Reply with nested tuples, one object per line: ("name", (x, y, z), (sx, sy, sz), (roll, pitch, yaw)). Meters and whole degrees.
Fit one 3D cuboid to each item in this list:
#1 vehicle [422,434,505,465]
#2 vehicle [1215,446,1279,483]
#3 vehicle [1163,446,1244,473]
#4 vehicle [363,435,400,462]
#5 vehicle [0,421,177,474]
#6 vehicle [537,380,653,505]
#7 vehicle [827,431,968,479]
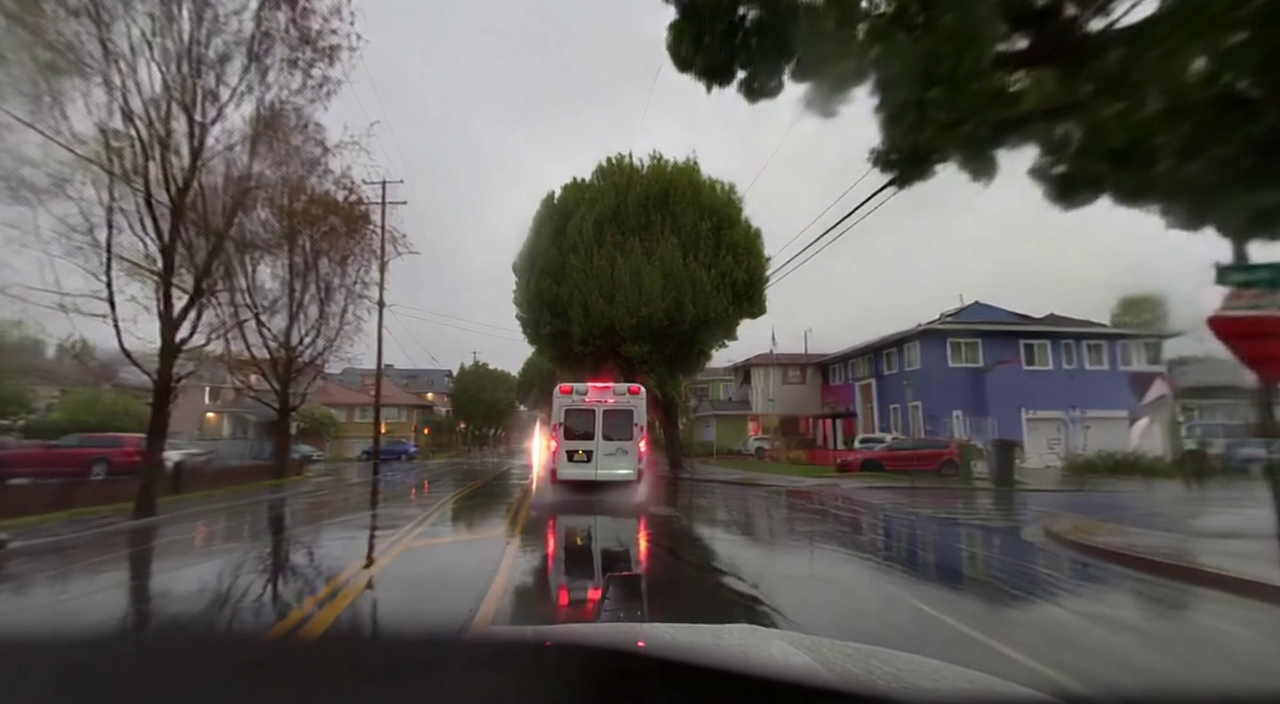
("vehicle", (-11.011, 6.071, 39.462), (4.502, 1.810, 2.056), (-3, -9, 16))
("vehicle", (29.966, 5.268, 29.851), (1.899, 1.635, 4.603), (-2, -8, 12))
("vehicle", (36.850, 7.033, 41.452), (2.114, 1.588, 3.888), (-4, -9, 11))
("vehicle", (-18.491, 6.877, 45.128), (2.290, 1.776, 4.947), (3, -9, -23))
("vehicle", (-19.999, 3.318, 21.709), (5.910, 1.681, 2.579), (1, -11, -8))
("vehicle", (-1.105, 2.313, 16.245), (2.444, 2.640, 5.482), (0, -8, -3))
("vehicle", (11.268, 4.553, 28.057), (5.270, 1.966, 2.329), (-1, -8, 7))
